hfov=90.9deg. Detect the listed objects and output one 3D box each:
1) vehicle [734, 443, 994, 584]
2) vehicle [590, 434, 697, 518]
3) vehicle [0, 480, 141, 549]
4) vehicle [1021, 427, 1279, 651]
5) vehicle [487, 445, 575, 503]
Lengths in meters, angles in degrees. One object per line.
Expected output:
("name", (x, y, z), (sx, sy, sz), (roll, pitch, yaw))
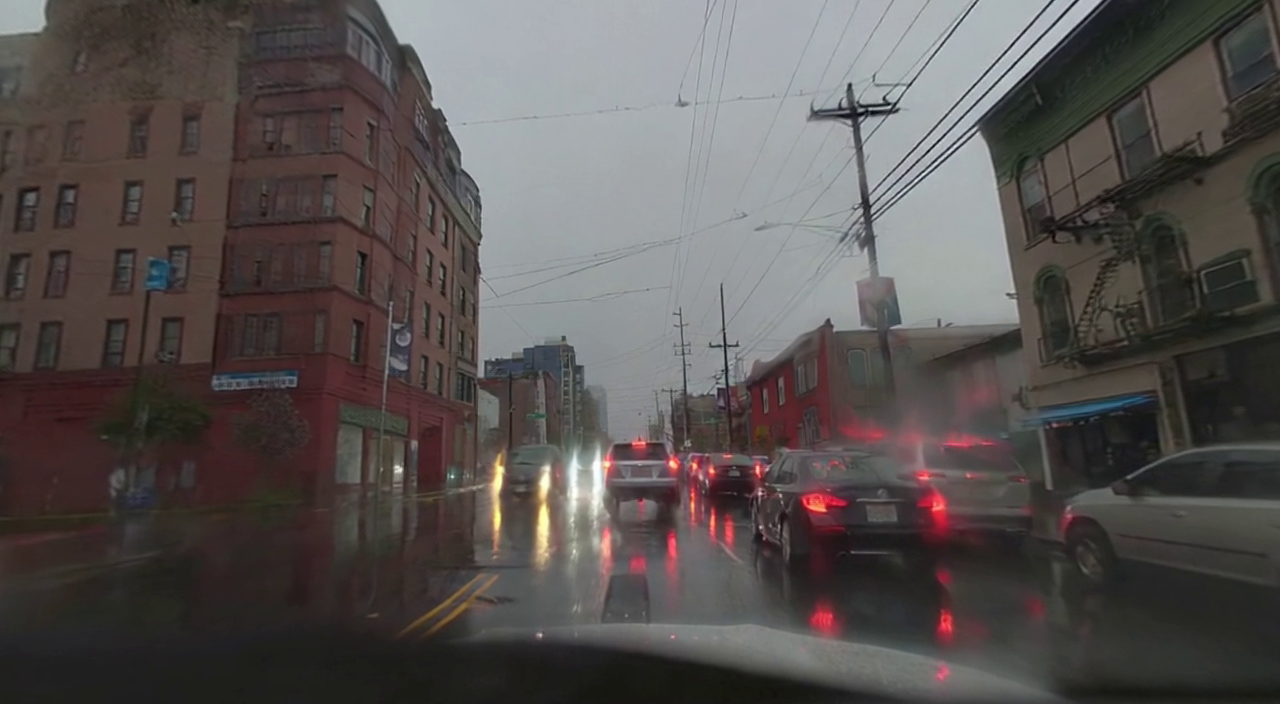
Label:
("vehicle", (2.697, 2.037, 8.924), (2.029, 1.460, 4.451), (0, -8, 0))
("vehicle", (0.042, 2.892, 15.240), (2.232, 1.736, 4.036), (0, -8, -1))
("vehicle", (-17.625, 4.849, 18.502), (4.298, 1.440, 1.997), (-8, -8, -2))
("vehicle", (5.533, 1.446, 5.207), (1.931, 1.585, 4.387), (0, -9, -1))
("vehicle", (-3.486, 3.978, 21.067), (2.112, 1.705, 4.365), (0, -8, 1))
